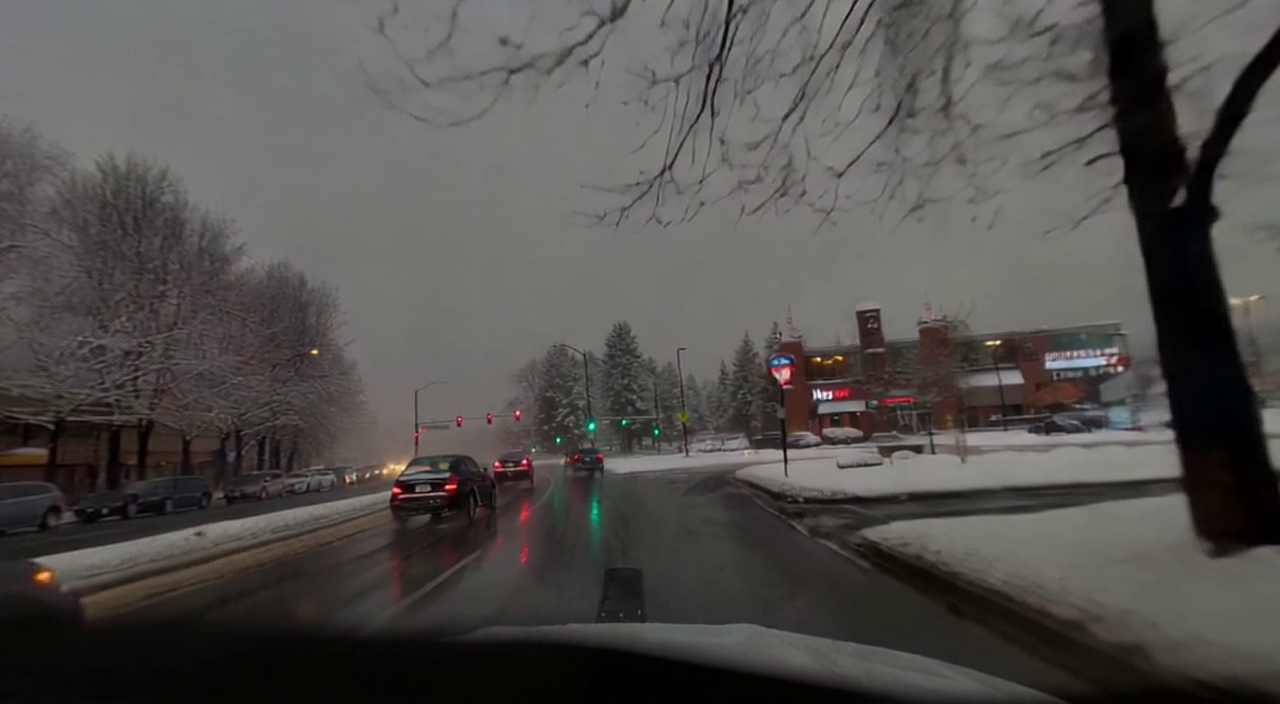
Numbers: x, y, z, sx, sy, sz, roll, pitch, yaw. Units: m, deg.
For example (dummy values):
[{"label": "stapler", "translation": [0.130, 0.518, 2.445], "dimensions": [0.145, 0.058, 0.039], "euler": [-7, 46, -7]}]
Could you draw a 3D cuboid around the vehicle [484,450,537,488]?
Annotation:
[{"label": "vehicle", "translation": [-5.811, 5.283, 28.696], "dimensions": [1.974, 1.549, 4.603], "euler": [2, -9, -7]}]

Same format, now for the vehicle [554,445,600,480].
[{"label": "vehicle", "translation": [-3.343, 5.714, 32.828], "dimensions": [2.144, 1.704, 4.028], "euler": [2, -9, -9]}]

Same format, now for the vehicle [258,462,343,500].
[{"label": "vehicle", "translation": [-16.343, 6.199, 30.582], "dimensions": [2.026, 1.615, 4.324], "euler": [1, -9, -6]}]

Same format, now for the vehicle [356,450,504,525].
[{"label": "vehicle", "translation": [-4.877, 3.205, 15.626], "dimensions": [2.090, 1.506, 5.326], "euler": [1, -9, -3]}]

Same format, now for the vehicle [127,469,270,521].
[{"label": "vehicle", "translation": [-15.630, 5.049, 22.658], "dimensions": [2.010, 1.530, 4.534], "euler": [1, -9, -3]}]

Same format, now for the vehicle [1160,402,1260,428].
[{"label": "vehicle", "translation": [42.301, 4.735, 46.875], "dimensions": [5.280, 1.764, 2.026], "euler": [-6, -12, 41]}]

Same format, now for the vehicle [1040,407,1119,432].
[{"label": "vehicle", "translation": [34.147, 5.269, 48.963], "dimensions": [4.653, 1.696, 2.110], "euler": [-9, -10, 41]}]

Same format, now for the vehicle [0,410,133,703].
[{"label": "vehicle", "translation": [-4.366, 0.903, 1.757], "dimensions": [2.085, 1.663, 4.513], "euler": [0, -9, 0]}]
